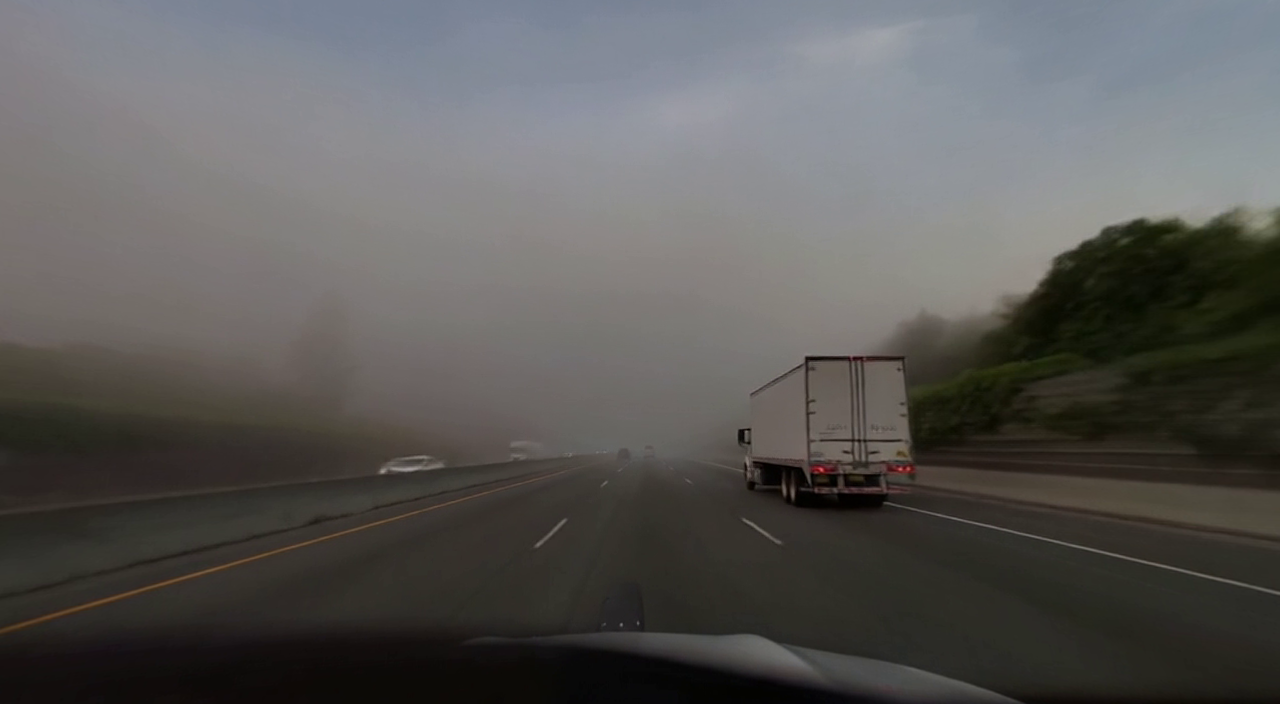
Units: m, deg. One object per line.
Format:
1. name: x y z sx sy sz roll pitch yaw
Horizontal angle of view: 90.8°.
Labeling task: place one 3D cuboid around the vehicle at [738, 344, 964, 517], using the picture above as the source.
1. vehicle: 4.666 2.122 16.221 2.771 3.313 8.121 0 -9 -2

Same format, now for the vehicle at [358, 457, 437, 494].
1. vehicle: -11.049 5.629 29.132 1.923 1.488 4.363 0 -9 0
